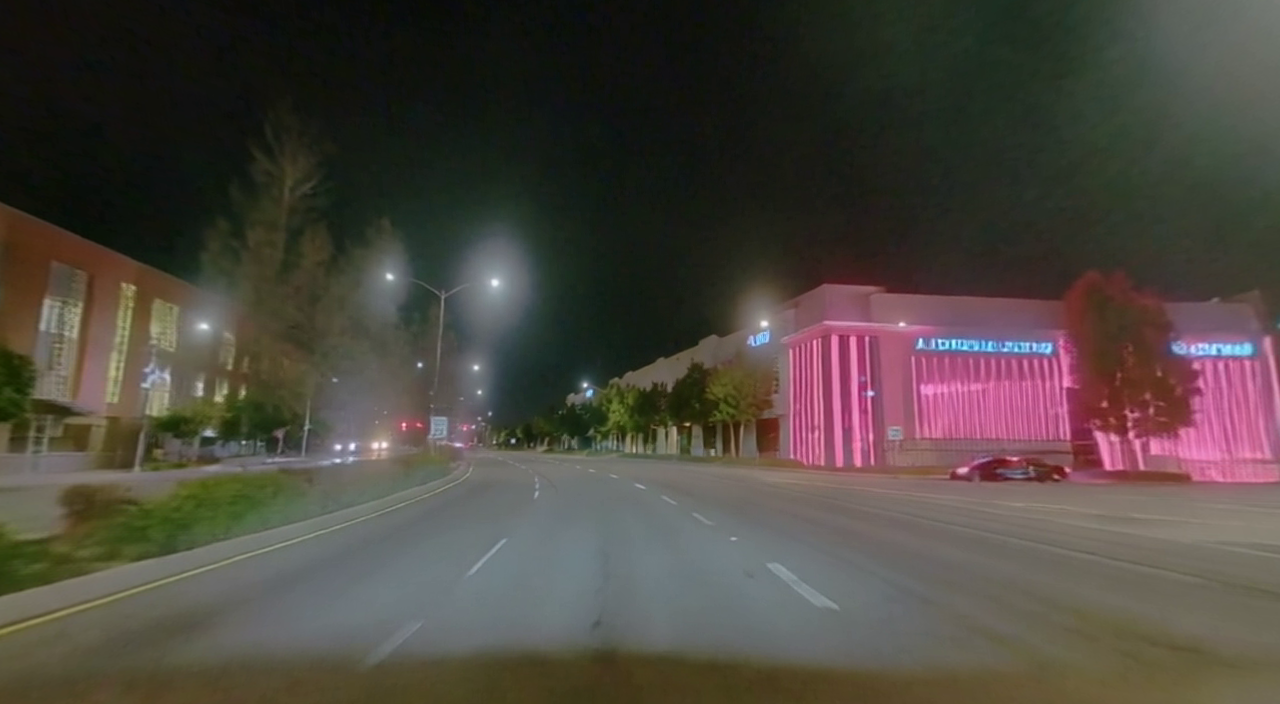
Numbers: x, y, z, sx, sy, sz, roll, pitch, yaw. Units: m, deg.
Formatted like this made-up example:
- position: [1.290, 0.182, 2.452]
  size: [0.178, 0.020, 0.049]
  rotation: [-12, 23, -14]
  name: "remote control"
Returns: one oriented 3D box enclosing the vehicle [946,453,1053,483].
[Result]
- position: [21.003, 6.811, 36.998]
  size: [4.946, 1.656, 2.139]
  rotation: [0, -9, 2]
  name: "vehicle"
